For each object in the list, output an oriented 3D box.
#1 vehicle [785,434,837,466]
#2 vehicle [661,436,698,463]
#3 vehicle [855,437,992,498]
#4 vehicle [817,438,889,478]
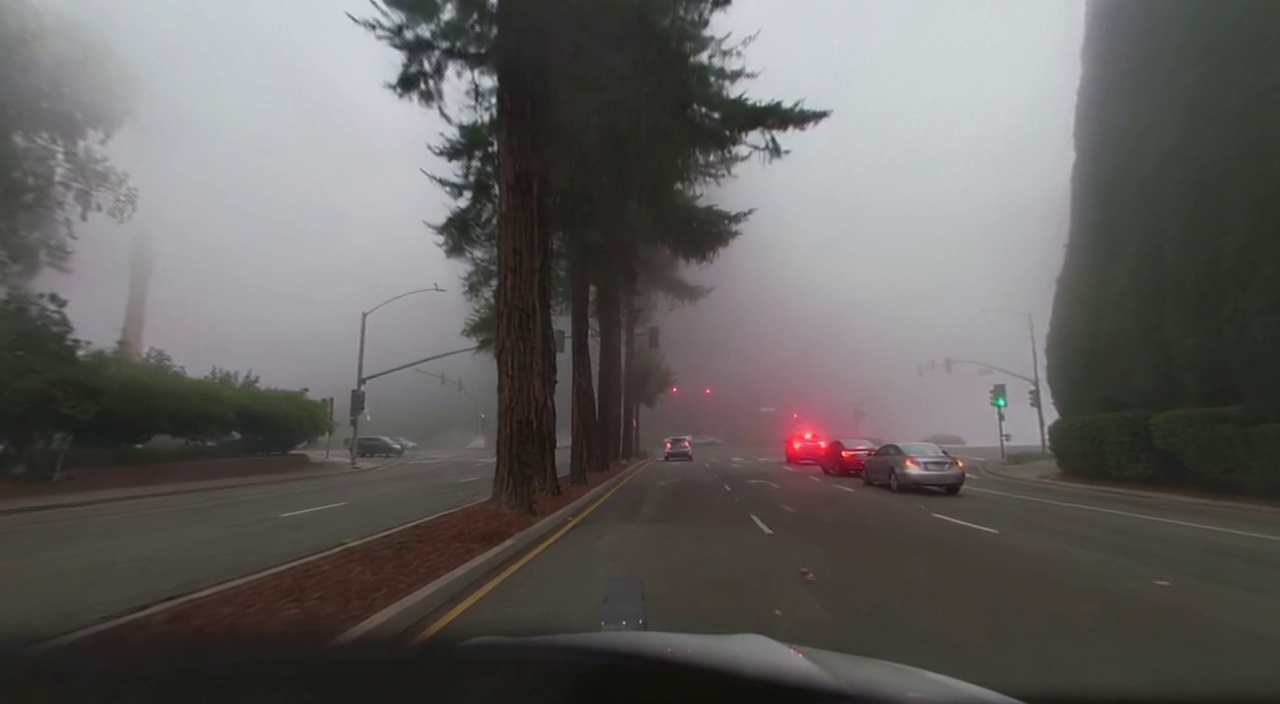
[{"bbox_3d":[9.177,5.282,34.127,1.901,1.577,4.348,-1,-8,4],"label":"vehicle"},{"bbox_3d":[2.267,5.689,36.930,2.041,1.485,3.813,-1,-8,3],"label":"vehicle"},{"bbox_3d":[7.849,3.204,18.048,1.947,1.478,4.731,-1,-8,3],"label":"vehicle"},{"bbox_3d":[8.446,4.213,25.387,1.726,1.467,3.793,-1,-8,3],"label":"vehicle"}]
